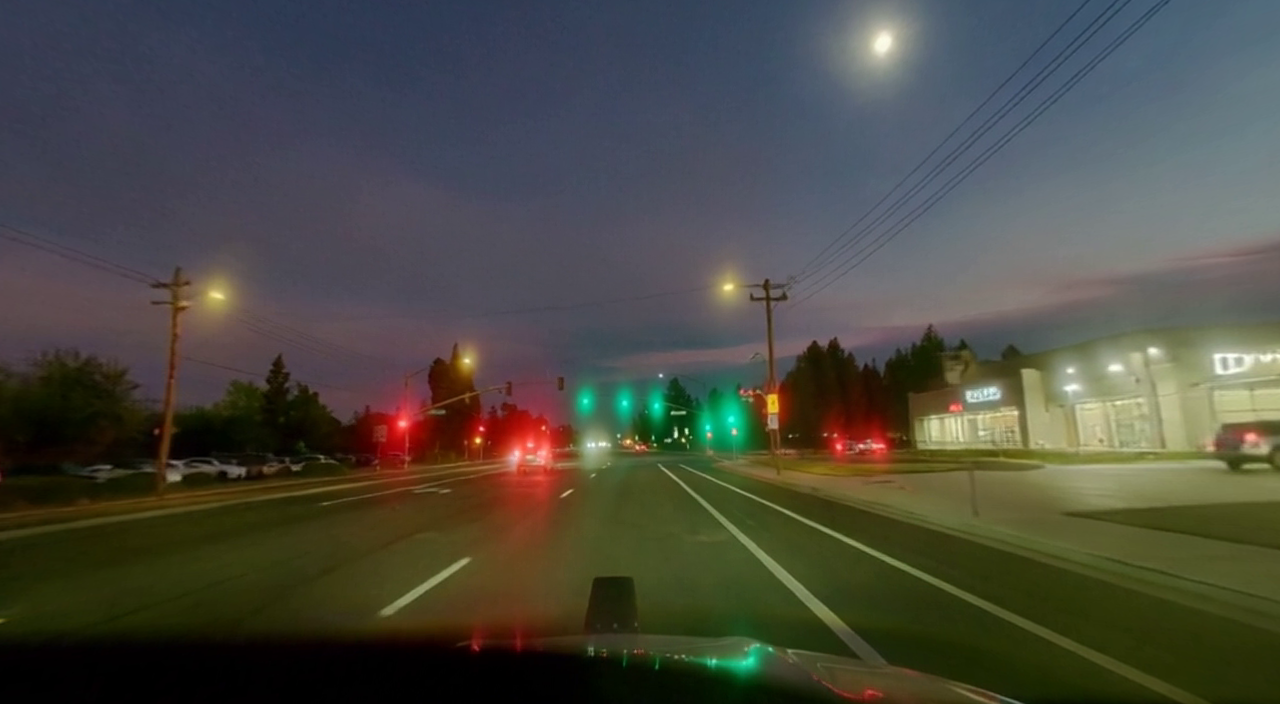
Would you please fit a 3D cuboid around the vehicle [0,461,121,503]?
[{"bbox_3d":[-24.553,5.317,25.986,4.644,1.607,1.900,0,-8,0],"label":"vehicle"}]

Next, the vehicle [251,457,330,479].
[{"bbox_3d":[-24.809,8.230,44.984,4.403,1.465,1.928,0,-9,-3],"label":"vehicle"}]

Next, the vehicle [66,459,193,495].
[{"bbox_3d":[-24.608,6.009,30.570,4.435,1.613,1.928,0,-8,1],"label":"vehicle"}]

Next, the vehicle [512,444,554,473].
[{"bbox_3d":[-5.816,5.806,34.689,1.928,1.451,4.219,0,-9,-5],"label":"vehicle"}]
